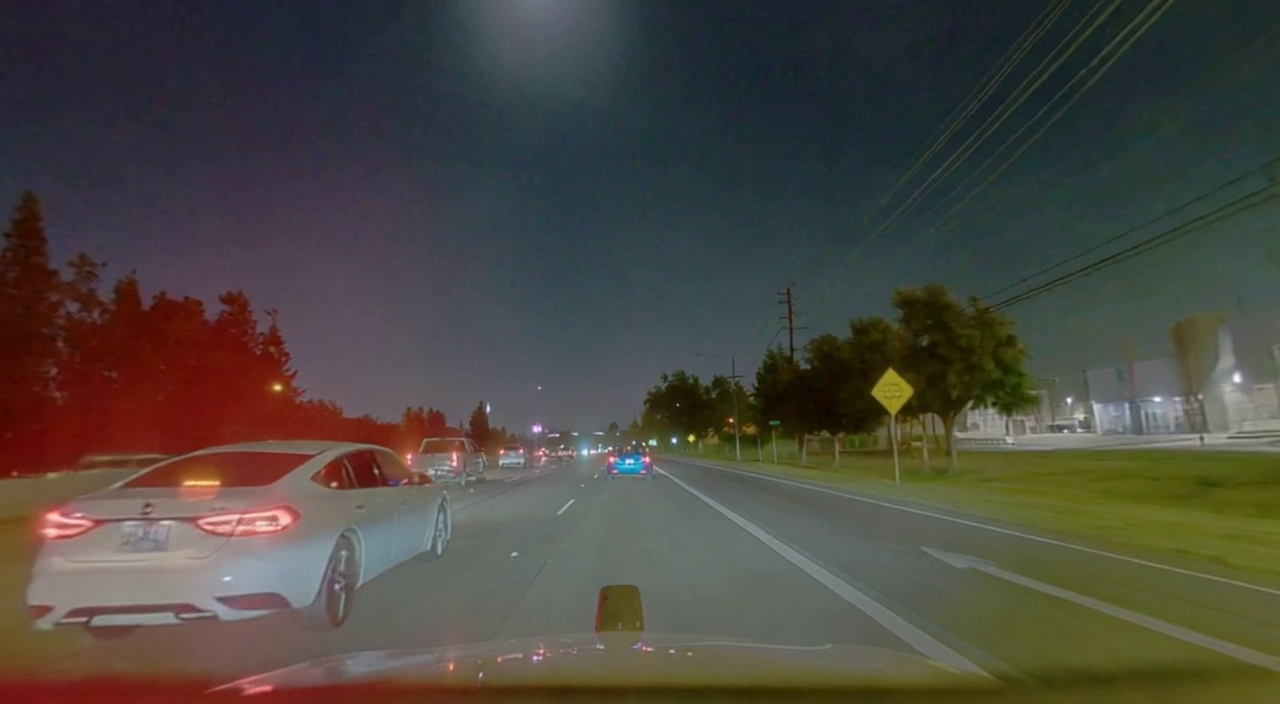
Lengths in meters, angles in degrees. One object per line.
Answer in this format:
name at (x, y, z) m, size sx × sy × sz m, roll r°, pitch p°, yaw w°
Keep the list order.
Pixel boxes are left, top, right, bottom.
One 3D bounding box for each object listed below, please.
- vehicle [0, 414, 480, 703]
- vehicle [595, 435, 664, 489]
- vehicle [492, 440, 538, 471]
vehicle at (-3.137, 1.442, 5.673) m, size 2.174 × 1.510 × 4.636 m, roll 0°, pitch -9°, yaw 0°
vehicle at (-0.377, 3.711, 21.575) m, size 2.140 × 1.653 × 4.108 m, roll 0°, pitch -9°, yaw -1°
vehicle at (-7.436, 6.164, 37.872) m, size 1.914 × 1.756 × 4.179 m, roll 0°, pitch -9°, yaw 0°
